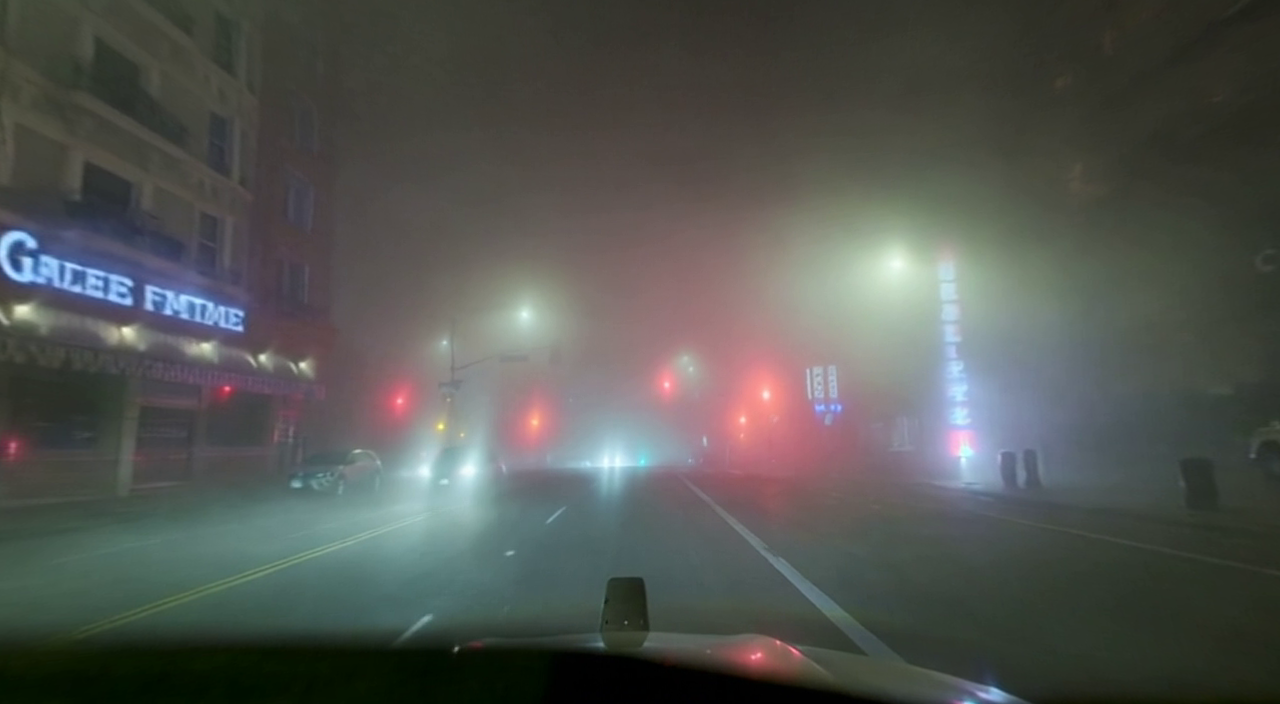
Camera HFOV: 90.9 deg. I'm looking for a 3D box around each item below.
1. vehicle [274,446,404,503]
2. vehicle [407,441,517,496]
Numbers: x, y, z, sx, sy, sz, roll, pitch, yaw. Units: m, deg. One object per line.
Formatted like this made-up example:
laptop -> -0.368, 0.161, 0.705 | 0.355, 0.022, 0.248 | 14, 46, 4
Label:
vehicle -> -9.194, 3.736, 19.756 | 1.908, 1.529, 4.522 | 0, -8, -1
vehicle -> -5.341, 3.527, 19.578 | 1.984, 1.489, 4.515 | 0, -8, 2
